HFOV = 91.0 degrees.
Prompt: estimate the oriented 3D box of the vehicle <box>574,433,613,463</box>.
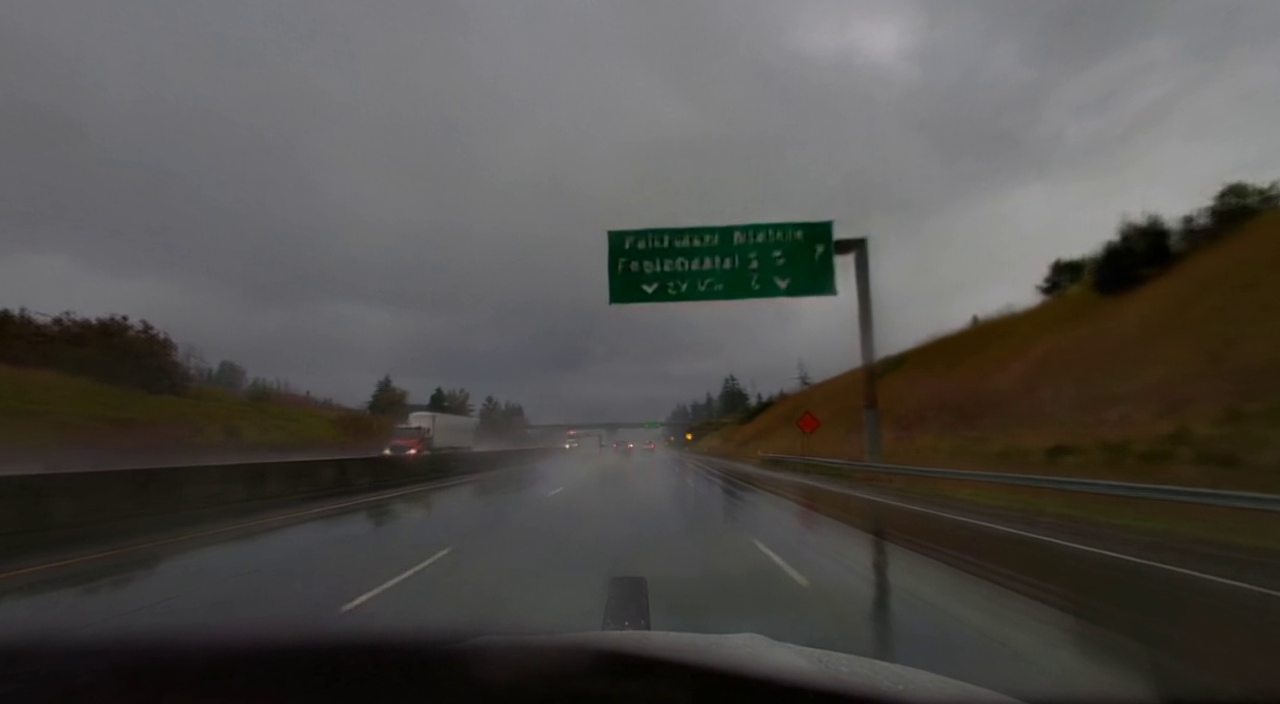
[{"bbox_3d":[-3.207,6.788,44.500,2.286,2.011,4.452,0,-8,1],"label":"vehicle"}]
